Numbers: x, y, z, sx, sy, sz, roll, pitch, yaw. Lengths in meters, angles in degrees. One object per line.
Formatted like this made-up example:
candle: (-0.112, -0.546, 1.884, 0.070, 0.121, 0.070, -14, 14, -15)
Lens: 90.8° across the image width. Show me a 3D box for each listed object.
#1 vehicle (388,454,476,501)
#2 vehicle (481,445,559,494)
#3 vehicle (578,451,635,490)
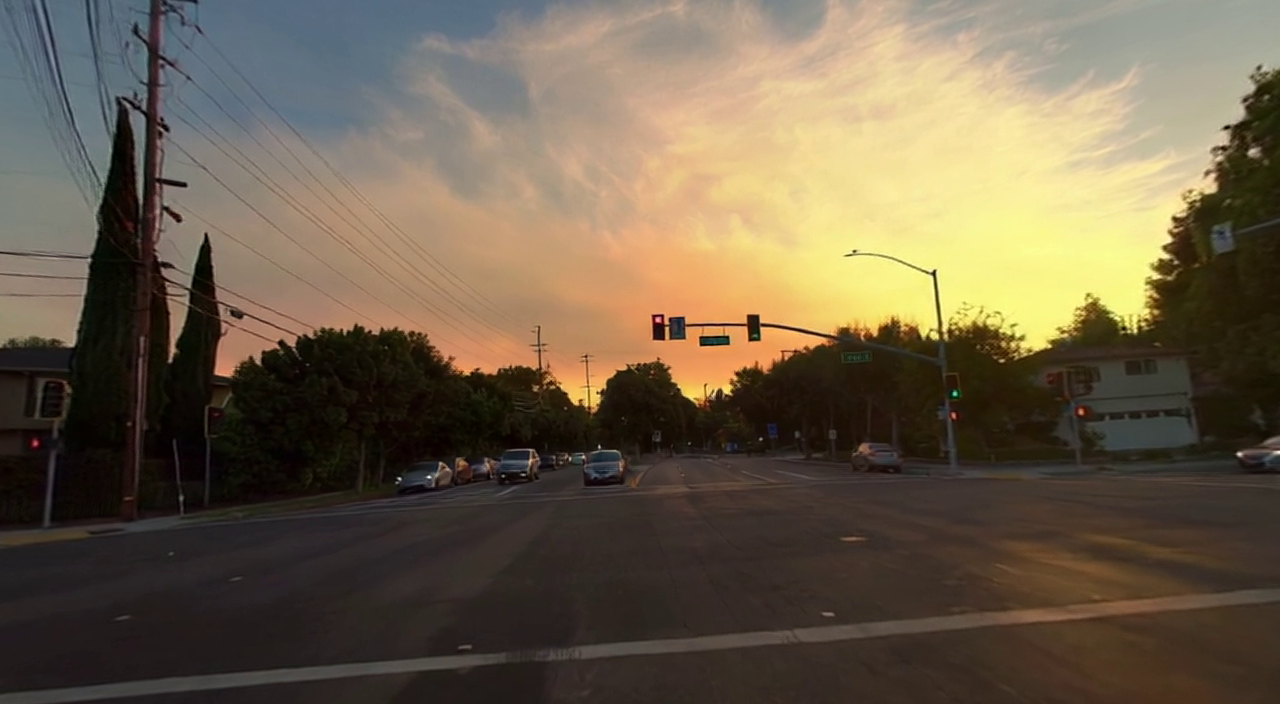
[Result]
vehicle: (-9.115, 5.508, 28.183, 2.241, 1.819, 4.690, -1, -9, 1)
vehicle: (-5.322, 5.282, 28.883, 2.479, 1.977, 5.254, -1, -9, 1)
vehicle: (-1.363, 5.139, 27.815, 2.174, 1.477, 4.805, -1, -9, 1)
